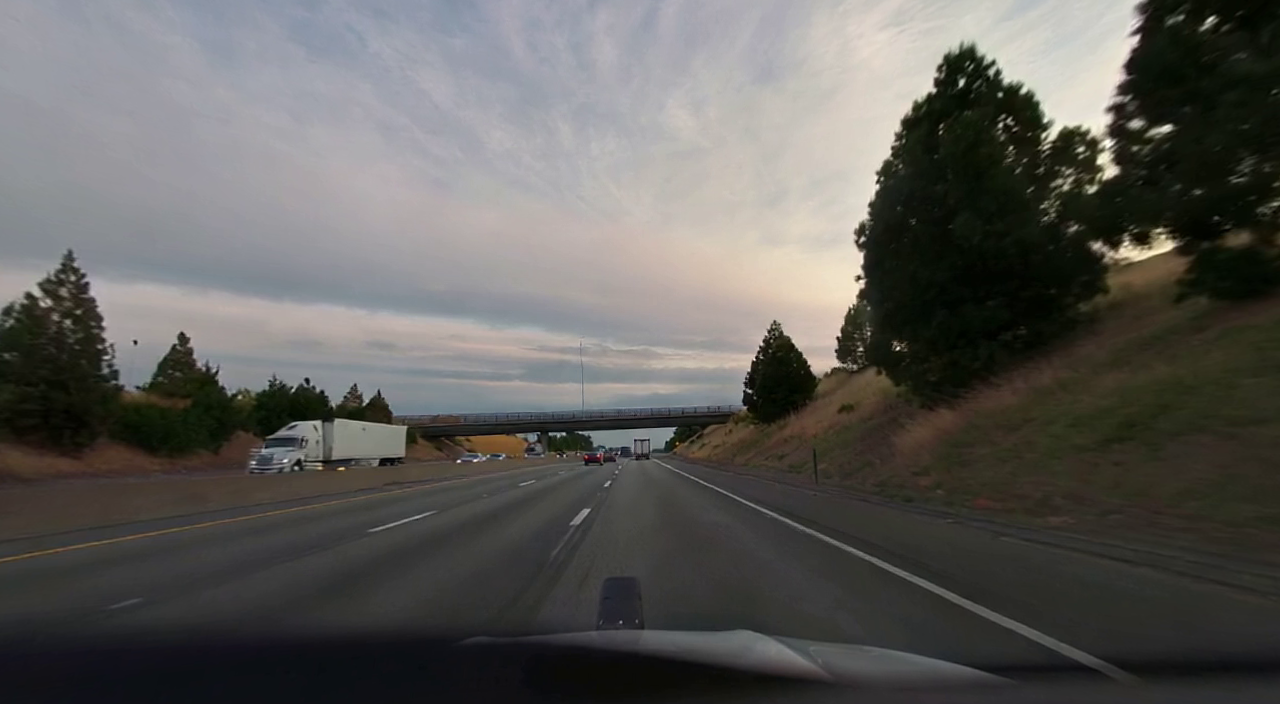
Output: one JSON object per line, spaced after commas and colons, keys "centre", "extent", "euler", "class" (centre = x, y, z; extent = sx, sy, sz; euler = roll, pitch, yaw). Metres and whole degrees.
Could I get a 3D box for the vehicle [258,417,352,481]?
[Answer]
{"centre": [-22.444, 6.582, 42.693], "extent": [2.983, 3.987, 5.851], "euler": [0, -9, -1], "class": "vehicle"}
